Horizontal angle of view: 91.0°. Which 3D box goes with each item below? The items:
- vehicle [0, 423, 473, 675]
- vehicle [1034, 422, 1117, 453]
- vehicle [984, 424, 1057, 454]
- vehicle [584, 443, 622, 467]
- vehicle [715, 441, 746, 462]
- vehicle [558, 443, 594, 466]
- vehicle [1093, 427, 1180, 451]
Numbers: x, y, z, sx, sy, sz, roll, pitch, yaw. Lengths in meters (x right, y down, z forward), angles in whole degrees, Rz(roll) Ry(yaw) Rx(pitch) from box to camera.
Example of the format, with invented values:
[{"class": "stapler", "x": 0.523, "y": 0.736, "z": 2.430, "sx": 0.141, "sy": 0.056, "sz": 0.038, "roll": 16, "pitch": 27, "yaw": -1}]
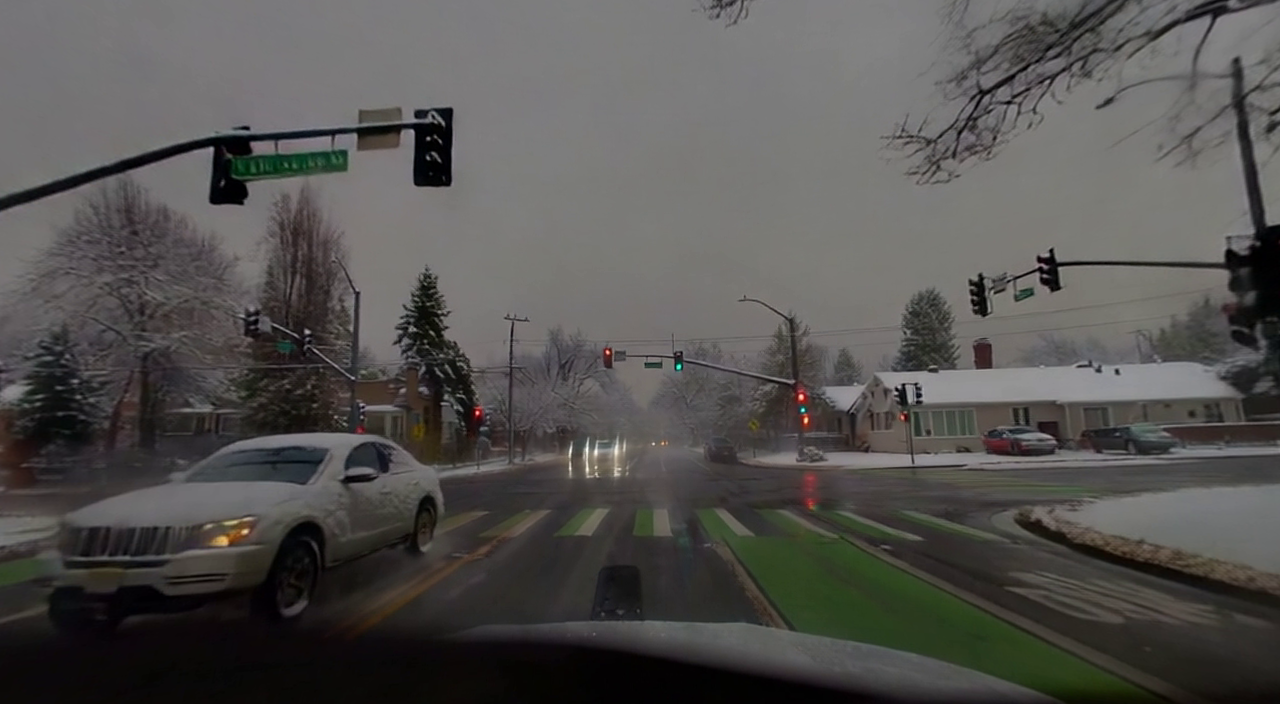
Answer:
[{"class": "vehicle", "x": -3.328, "y": 1.546, "z": 6.232, "sx": 1.904, "sy": 1.489, "sz": 4.746, "roll": 0, "pitch": -9, "yaw": 2}, {"class": "vehicle", "x": 26.965, "y": 5.354, "z": 39.176, "sx": 2.033, "sy": 1.821, "sz": 4.542, "roll": 0, "pitch": -9, "yaw": 2}, {"class": "vehicle", "x": 23.803, "y": 5.519, "z": 39.574, "sx": 1.964, "sy": 1.759, "sz": 4.583, "roll": -1, "pitch": -9, "yaw": 4}, {"class": "vehicle", "x": -2.325, "y": 6.659, "z": 40.804, "sx": 1.982, "sy": 1.472, "sz": 4.103, "roll": -1, "pitch": -9, "yaw": 3}, {"class": "vehicle", "x": 6.935, "y": 7.653, "z": 48.488, "sx": 1.891, "sy": 1.584, "sz": 3.802, "roll": 0, "pitch": -9, "yaw": 2}, {"class": "vehicle", "x": -4.799, "y": 7.728, "z": 47.583, "sx": 1.982, "sy": 1.686, "sz": 4.195, "roll": -1, "pitch": -9, "yaw": 4}, {"class": "vehicle", "x": 30.779, "y": 5.455, "z": 39.196, "sx": 1.837, "sy": 1.396, "sz": 4.695, "roll": -1, "pitch": -9, "yaw": 4}]
